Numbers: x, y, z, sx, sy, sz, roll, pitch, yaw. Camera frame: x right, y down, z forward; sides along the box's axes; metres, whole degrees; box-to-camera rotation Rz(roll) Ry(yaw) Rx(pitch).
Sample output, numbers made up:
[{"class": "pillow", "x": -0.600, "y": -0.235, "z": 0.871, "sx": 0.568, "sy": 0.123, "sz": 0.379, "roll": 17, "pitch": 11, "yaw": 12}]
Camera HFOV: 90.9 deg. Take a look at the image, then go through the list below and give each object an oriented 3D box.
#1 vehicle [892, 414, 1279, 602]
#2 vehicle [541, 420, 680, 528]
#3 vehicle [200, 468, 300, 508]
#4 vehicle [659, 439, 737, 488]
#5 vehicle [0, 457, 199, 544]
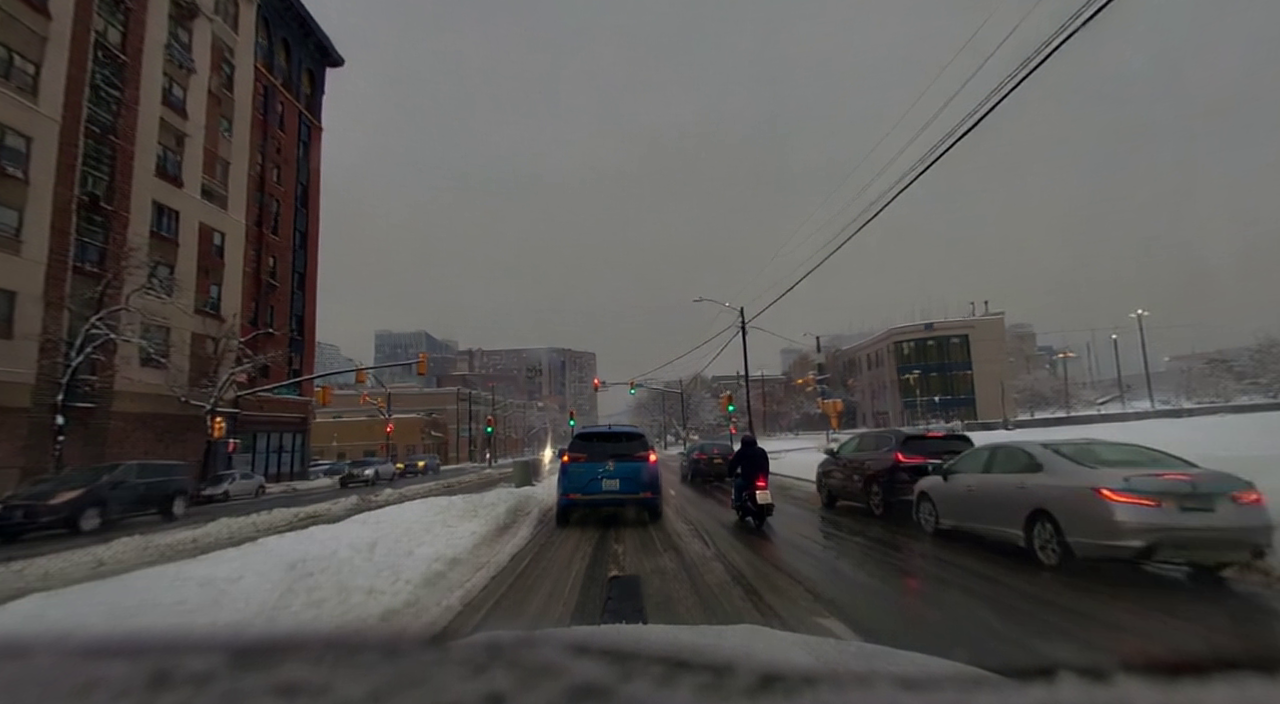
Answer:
[{"class": "vehicle", "x": 5.044, "y": 1.639, "z": 7.579, "sx": 2.012, "sy": 1.532, "sz": 4.565, "roll": 0, "pitch": -9, "yaw": -2}, {"class": "vehicle", "x": -0.522, "y": 2.314, "z": 12.483, "sx": 2.265, "sy": 1.748, "sz": 4.130, "roll": 0, "pitch": -9, "yaw": -1}, {"class": "vehicle", "x": -18.427, "y": 6.404, "z": 30.082, "sx": 2.038, "sy": 1.607, "sz": 4.348, "roll": 1, "pitch": -9, "yaw": -2}, {"class": "vehicle", "x": 1.903, "y": 3.857, "z": 22.123, "sx": 2.101, "sy": 1.507, "sz": 4.355, "roll": 0, "pitch": -9, "yaw": -3}, {"class": "vehicle", "x": -14.315, "y": 3.717, "z": 16.494, "sx": 2.267, "sy": 1.831, "sz": 4.702, "roll": 0, "pitch": -9, "yaw": -3}]
